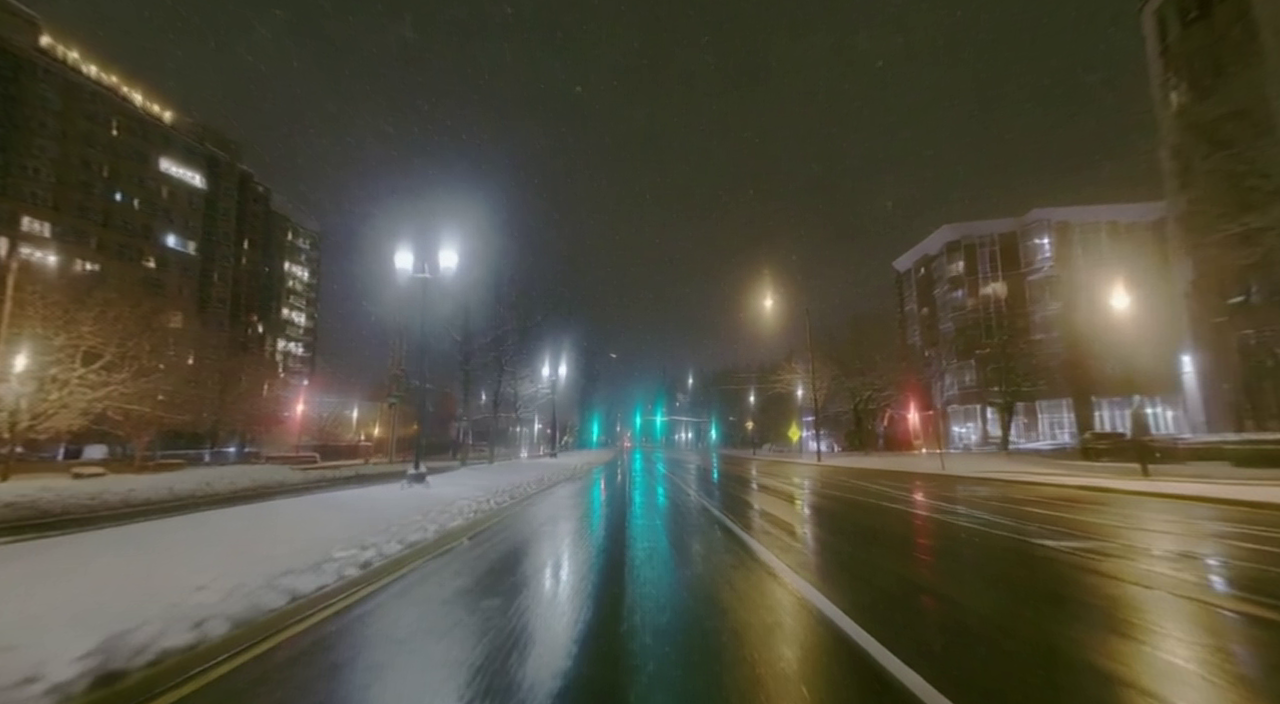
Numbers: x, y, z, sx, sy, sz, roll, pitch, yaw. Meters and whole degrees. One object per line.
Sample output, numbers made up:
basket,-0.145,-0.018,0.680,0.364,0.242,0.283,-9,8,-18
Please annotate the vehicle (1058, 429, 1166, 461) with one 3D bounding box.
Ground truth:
vehicle,29.224,5.804,39.245,4.924,1.901,2.095,0,-9,0
